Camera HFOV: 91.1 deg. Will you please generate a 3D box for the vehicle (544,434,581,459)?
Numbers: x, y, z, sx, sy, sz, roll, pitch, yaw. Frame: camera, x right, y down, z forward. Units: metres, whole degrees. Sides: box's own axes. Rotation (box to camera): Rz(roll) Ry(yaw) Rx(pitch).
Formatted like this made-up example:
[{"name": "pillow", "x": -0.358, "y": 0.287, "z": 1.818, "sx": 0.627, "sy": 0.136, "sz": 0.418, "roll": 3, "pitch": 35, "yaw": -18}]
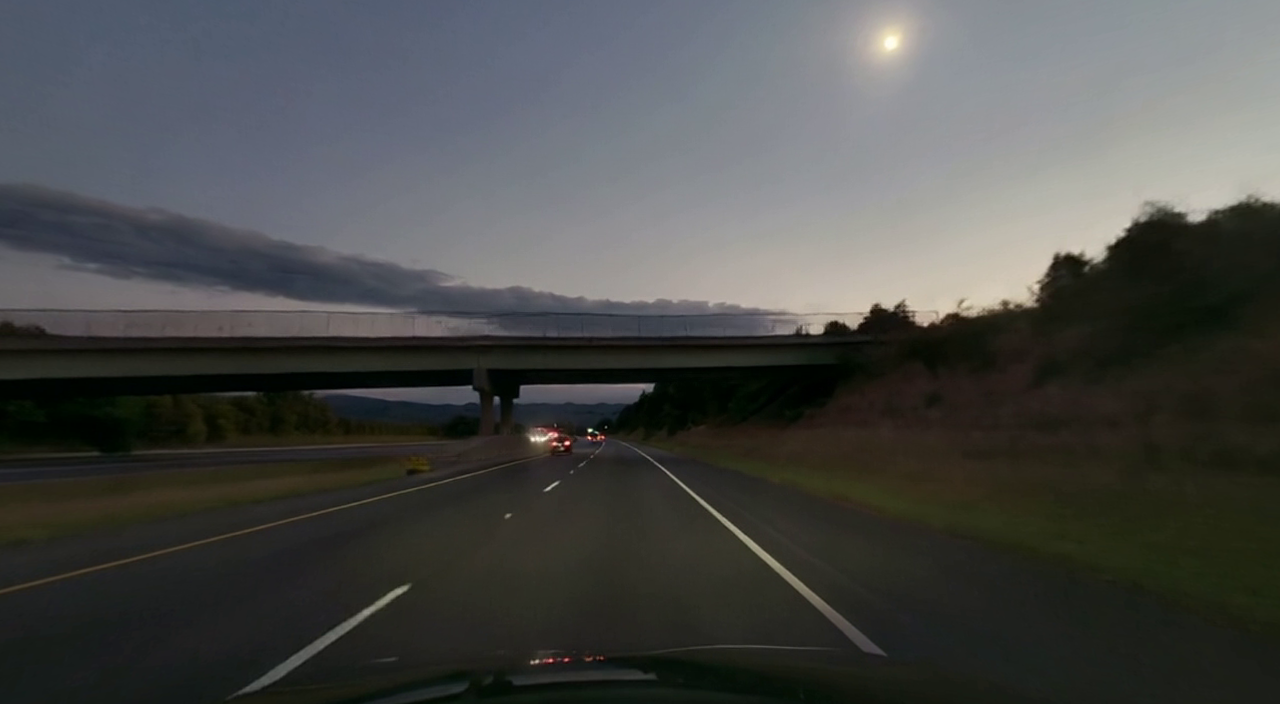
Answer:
[{"name": "vehicle", "x": -5.051, "y": 6.192, "z": 41.506, "sx": 2.005, "sy": 1.509, "sz": 4.260, "roll": 0, "pitch": -8, "yaw": -2}]
